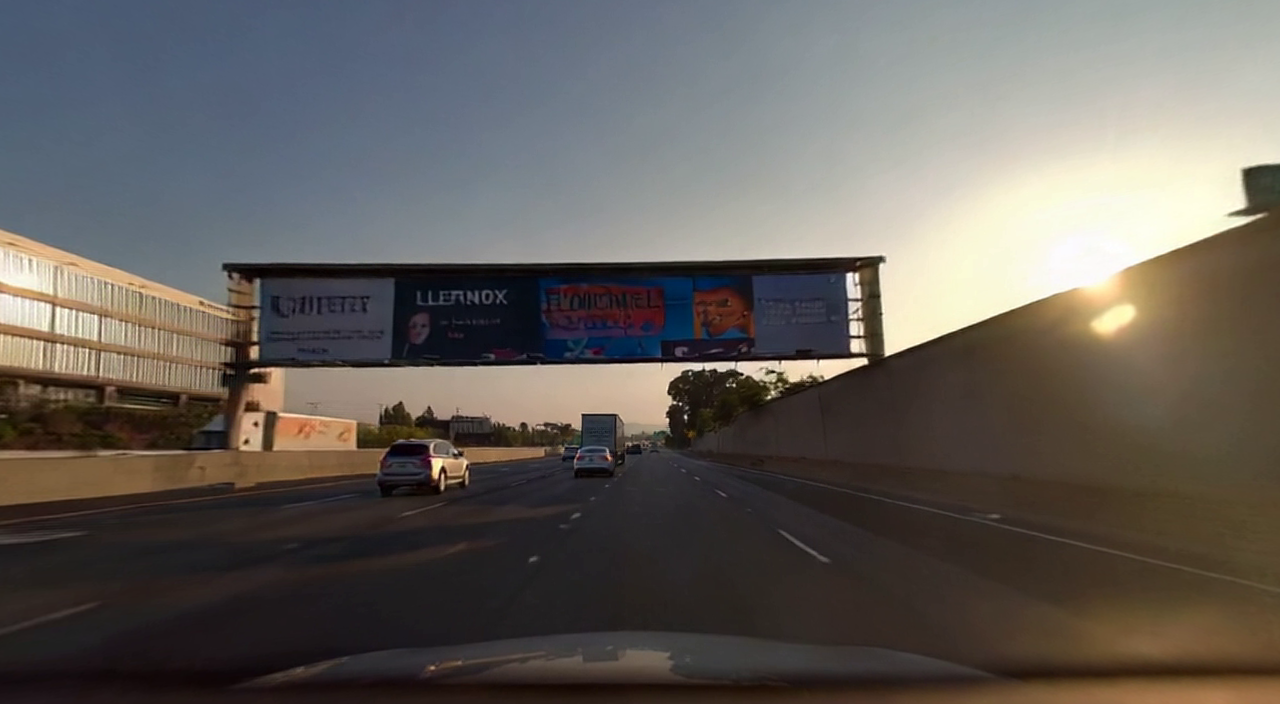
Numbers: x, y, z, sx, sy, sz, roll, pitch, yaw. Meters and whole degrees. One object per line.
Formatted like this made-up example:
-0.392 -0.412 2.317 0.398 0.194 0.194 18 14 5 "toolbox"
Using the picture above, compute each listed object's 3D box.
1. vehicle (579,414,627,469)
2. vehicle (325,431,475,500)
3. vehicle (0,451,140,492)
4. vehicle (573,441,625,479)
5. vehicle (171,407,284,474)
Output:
-2.413 6.263 43.989 2.794 3.460 8.595 0 -9 0 "vehicle"
-6.926 3.336 18.968 2.401 1.759 5.126 0 -9 1 "vehicle"
-22.556 4.652 24.938 1.809 1.439 4.530 0 -9 0 "vehicle"
-1.796 4.864 28.579 2.168 1.597 3.615 0 -9 -1 "vehicle"
-26.773 5.826 41.319 3.136 3.981 6.053 0 -9 0 "vehicle"
